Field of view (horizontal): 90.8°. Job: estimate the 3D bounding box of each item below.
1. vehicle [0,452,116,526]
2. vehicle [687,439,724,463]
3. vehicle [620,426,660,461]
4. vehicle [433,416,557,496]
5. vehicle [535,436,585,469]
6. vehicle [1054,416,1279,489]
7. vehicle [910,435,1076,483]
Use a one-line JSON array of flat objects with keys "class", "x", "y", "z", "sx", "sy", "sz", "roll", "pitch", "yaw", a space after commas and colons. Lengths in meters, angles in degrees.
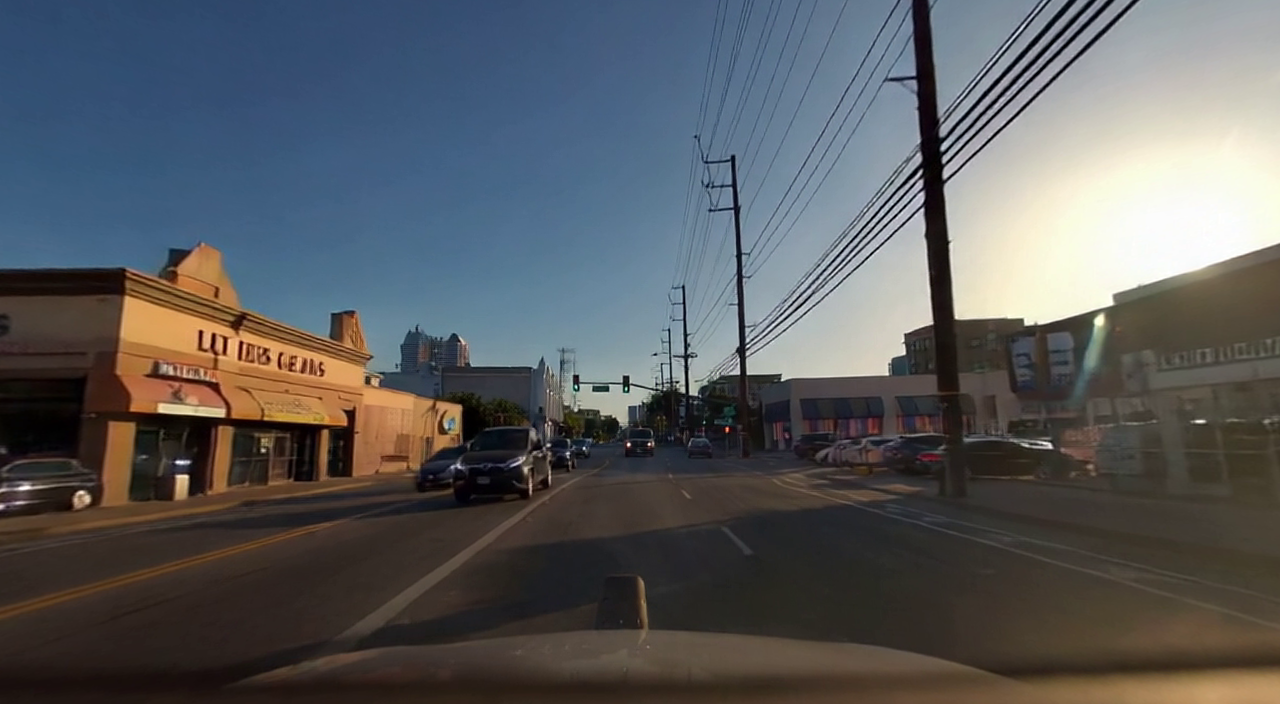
[{"class": "vehicle", "x": -14.289, "y": 2.944, "z": 13.627, "sx": 1.960, "sy": 1.503, "sz": 4.505, "roll": -1, "pitch": -8, "yaw": 3}, {"class": "vehicle", "x": 4.245, "y": 6.508, "z": 41.612, "sx": 1.926, "sy": 1.482, "sz": 4.442, "roll": 0, "pitch": -8, "yaw": 0}, {"class": "vehicle", "x": 0.003, "y": 6.620, "z": 45.651, "sx": 2.683, "sy": 2.295, "sz": 6.404, "roll": 0, "pitch": -8, "yaw": 1}, {"class": "vehicle", "x": -3.888, "y": 2.941, "z": 18.133, "sx": 2.277, "sy": 1.904, "sz": 5.583, "roll": 0, "pitch": -8, "yaw": 0}, {"class": "vehicle", "x": -4.140, "y": 5.285, "z": 33.338, "sx": 2.033, "sy": 1.572, "sz": 4.939, "roll": 0, "pitch": -8, "yaw": -1}, {"class": "vehicle", "x": 14.997, "y": 2.806, "z": 17.692, "sx": 5.307, "sy": 1.877, "sz": 2.052, "roll": 0, "pitch": -8, "yaw": -1}, {"class": "vehicle", "x": 11.372, "y": 3.467, "z": 20.604, "sx": 4.238, "sy": 1.464, "sz": 1.862, "roll": -1, "pitch": -9, "yaw": 2}]
